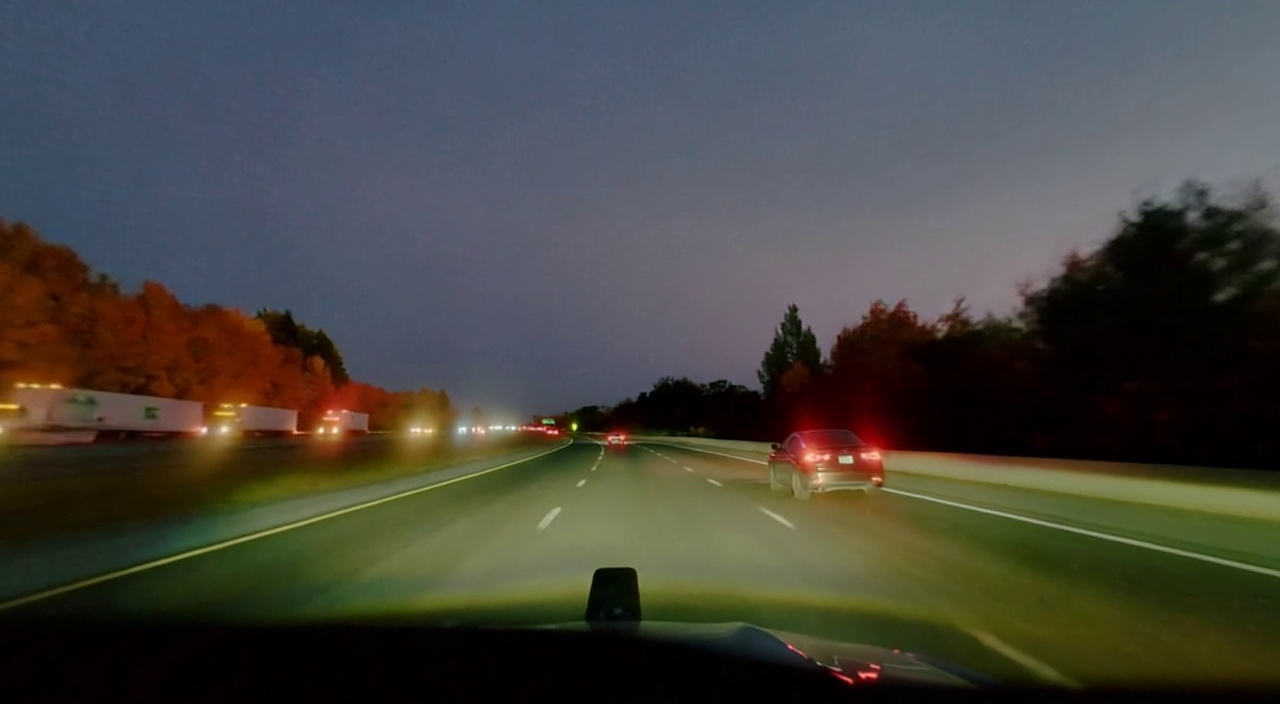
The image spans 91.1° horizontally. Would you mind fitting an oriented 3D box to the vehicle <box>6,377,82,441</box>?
[{"bbox_3d":[-43.768,4.051,46.064,6.538,4.314,3.494,-3,-5,44],"label":"vehicle"}]
